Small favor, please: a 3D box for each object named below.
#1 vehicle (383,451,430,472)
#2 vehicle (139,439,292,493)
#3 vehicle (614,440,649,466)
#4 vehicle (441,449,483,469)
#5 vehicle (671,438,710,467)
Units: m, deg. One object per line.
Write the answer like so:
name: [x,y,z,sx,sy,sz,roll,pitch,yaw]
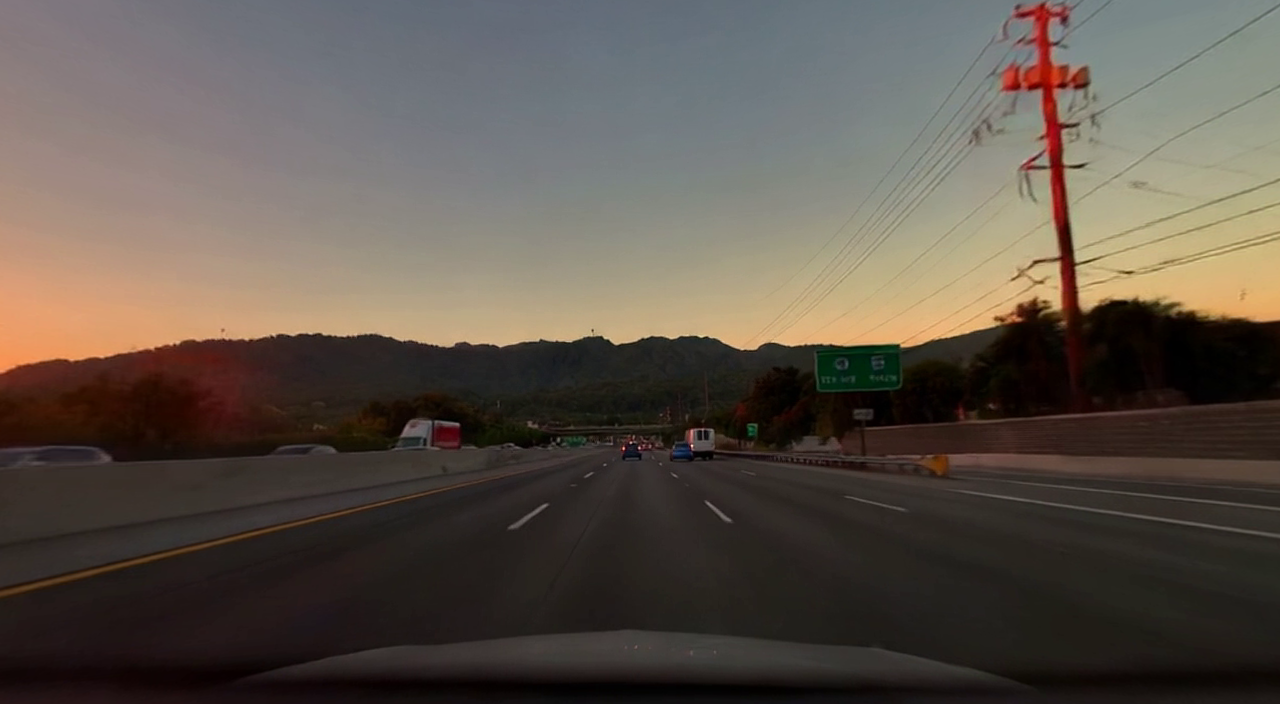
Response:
vehicle: [-17.680,8.286,48.027,1.825,1.456,4.451,0,-9,0]
vehicle: [-13.724,3.700,20.831,1.968,1.563,4.376,0,-9,0]
vehicle: [-0.610,7.140,44.725,2.325,1.712,4.592,0,-9,-1]
vehicle: [-13.935,8.379,49.609,1.878,1.462,4.573,0,-9,1]
vehicle: [3.226,6.568,41.340,2.036,1.796,4.470,0,-9,-2]
